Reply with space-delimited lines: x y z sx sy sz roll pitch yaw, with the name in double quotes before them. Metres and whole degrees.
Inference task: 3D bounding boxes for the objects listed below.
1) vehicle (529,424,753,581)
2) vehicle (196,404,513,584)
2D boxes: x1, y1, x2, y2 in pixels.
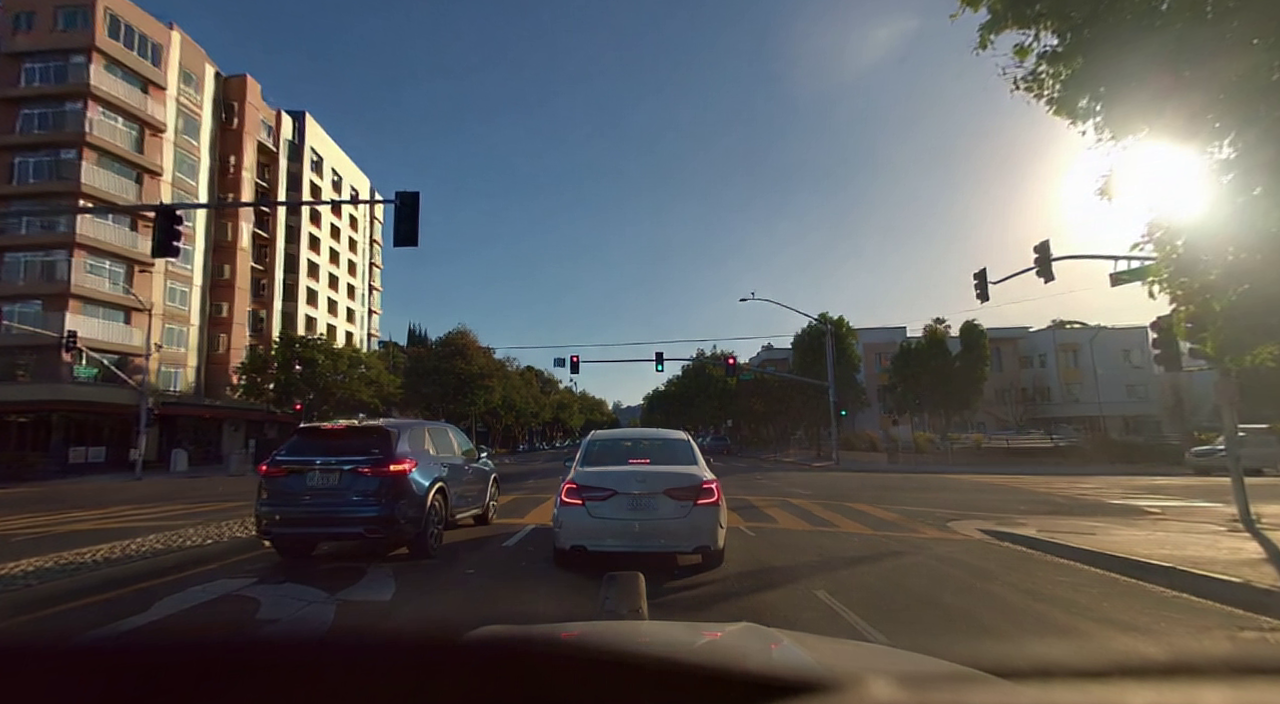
"vehicle" 0.014 1.761 8.178 2.190 1.522 3.850 0 -8 0
"vehicle" -3.192 1.694 8.356 2.081 1.719 4.434 0 -8 0
